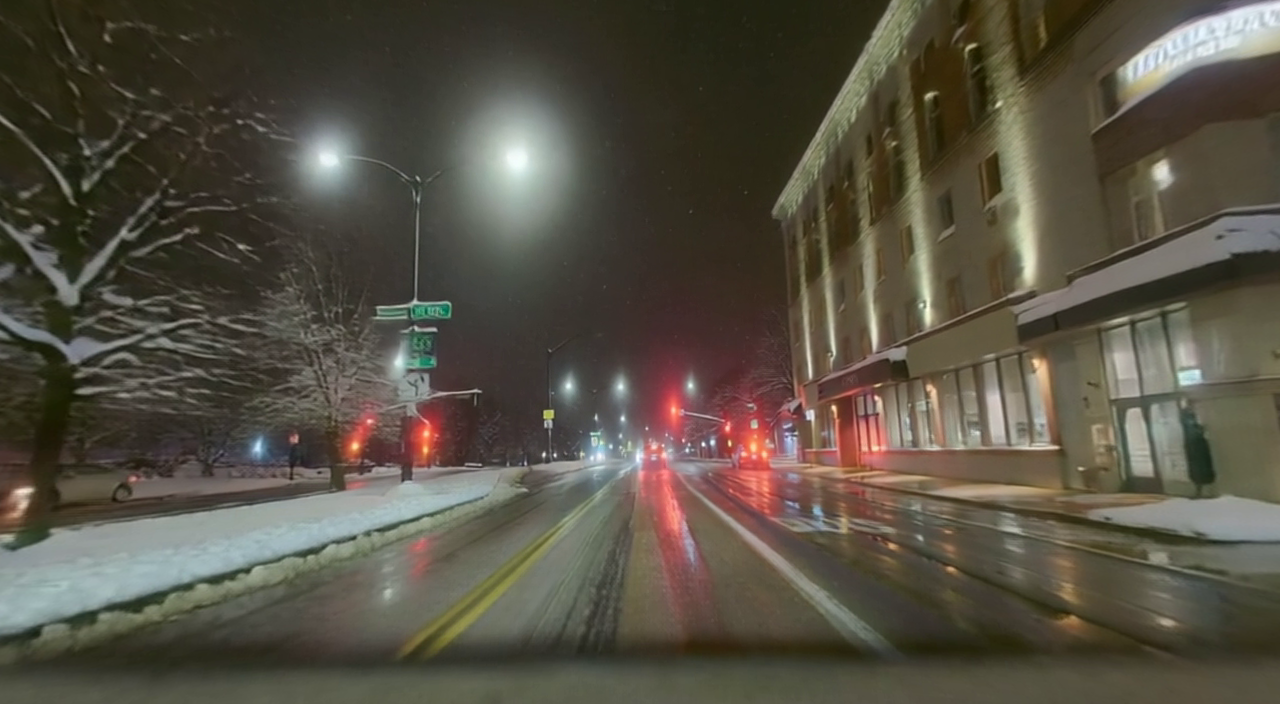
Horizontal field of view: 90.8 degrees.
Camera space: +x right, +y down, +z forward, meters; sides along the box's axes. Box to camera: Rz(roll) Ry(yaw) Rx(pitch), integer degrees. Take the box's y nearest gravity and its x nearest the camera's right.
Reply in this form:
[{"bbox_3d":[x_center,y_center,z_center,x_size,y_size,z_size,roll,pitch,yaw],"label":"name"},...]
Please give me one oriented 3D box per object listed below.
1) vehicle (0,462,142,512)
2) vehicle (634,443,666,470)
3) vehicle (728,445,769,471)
[{"bbox_3d":[-20.394,4.719,22.380,1.840,1.440,4.442,-3,-9,1],"label":"vehicle"},{"bbox_3d":[0.725,7.489,45.421,2.223,1.775,4.250,0,-9,1],"label":"vehicle"},{"bbox_3d":[7.882,7.724,46.364,1.987,1.772,4.749,0,-9,-2],"label":"vehicle"}]
